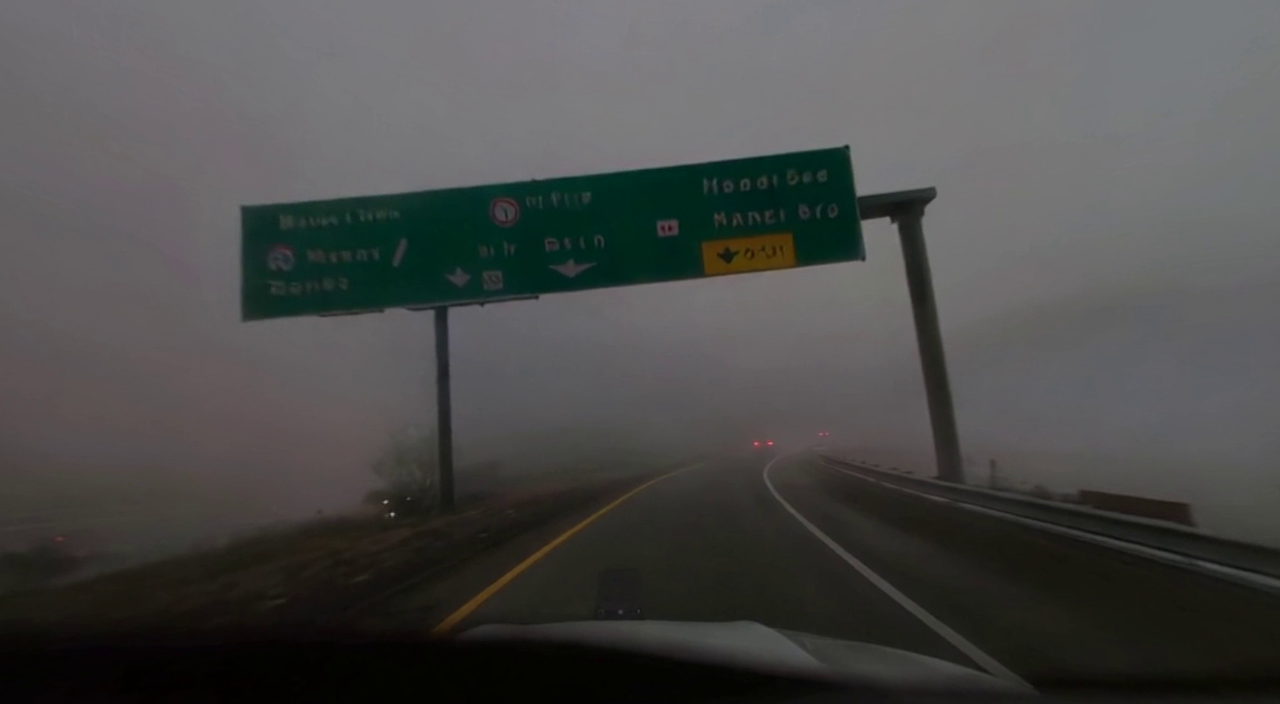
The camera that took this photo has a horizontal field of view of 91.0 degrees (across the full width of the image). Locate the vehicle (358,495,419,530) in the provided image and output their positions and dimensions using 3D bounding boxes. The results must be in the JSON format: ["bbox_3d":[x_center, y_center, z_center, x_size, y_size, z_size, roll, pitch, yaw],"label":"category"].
[{"bbox_3d":[-19.146,12.243,47.981,3.746,2.325,2.109,-4,-9,10],"label":"vehicle"}]
